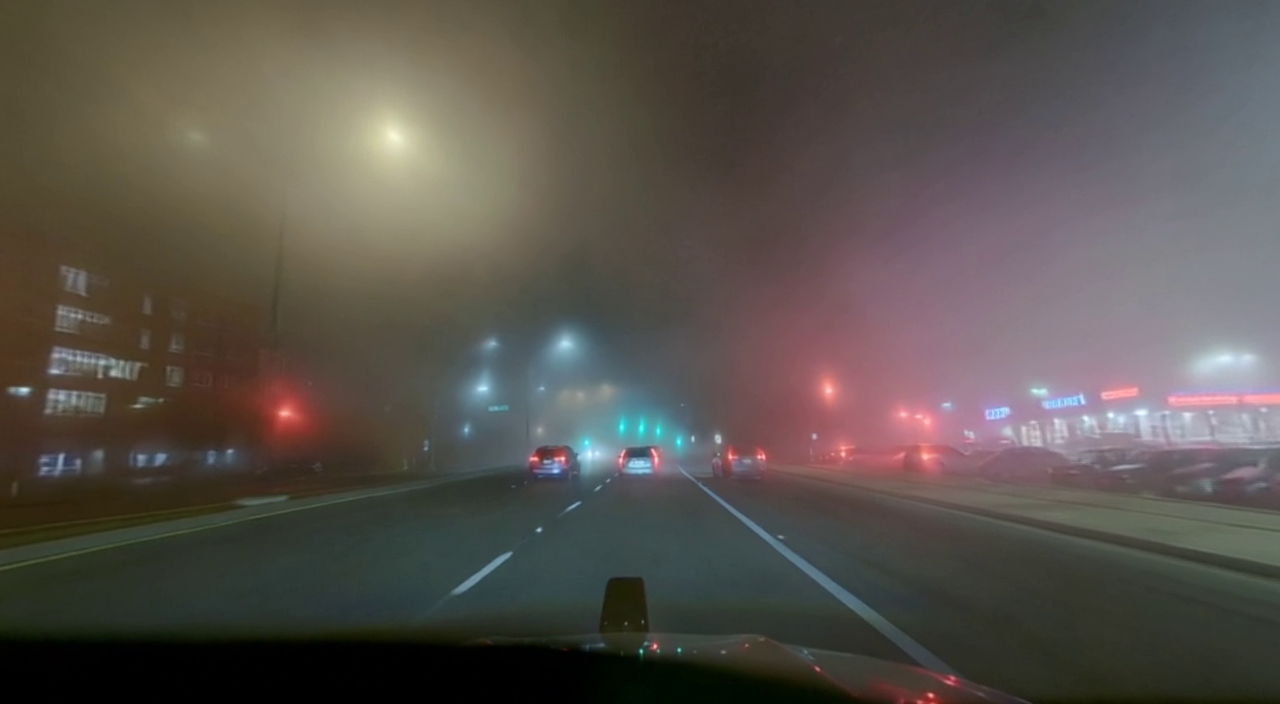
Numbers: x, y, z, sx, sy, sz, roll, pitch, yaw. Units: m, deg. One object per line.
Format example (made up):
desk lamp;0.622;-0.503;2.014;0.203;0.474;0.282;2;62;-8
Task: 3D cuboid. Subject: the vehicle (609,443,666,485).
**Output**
vehicle;-0.082;4.404;25.037;2.059;1.477;3.988;-1;-9;0

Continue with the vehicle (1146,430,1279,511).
vehicle;14.209;2.708;14.887;4.172;1.648;1.922;4;-10;-29

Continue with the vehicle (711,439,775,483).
vehicle;4.281;4.604;26.915;2.007;1.683;4.171;0;-9;0

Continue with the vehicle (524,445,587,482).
vehicle;-3.613;4.870;27.809;2.029;1.482;4.591;-1;-9;2

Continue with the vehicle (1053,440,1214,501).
vehicle;13.726;3.245;17.531;3.892;1.447;1.956;3;-10;-28
